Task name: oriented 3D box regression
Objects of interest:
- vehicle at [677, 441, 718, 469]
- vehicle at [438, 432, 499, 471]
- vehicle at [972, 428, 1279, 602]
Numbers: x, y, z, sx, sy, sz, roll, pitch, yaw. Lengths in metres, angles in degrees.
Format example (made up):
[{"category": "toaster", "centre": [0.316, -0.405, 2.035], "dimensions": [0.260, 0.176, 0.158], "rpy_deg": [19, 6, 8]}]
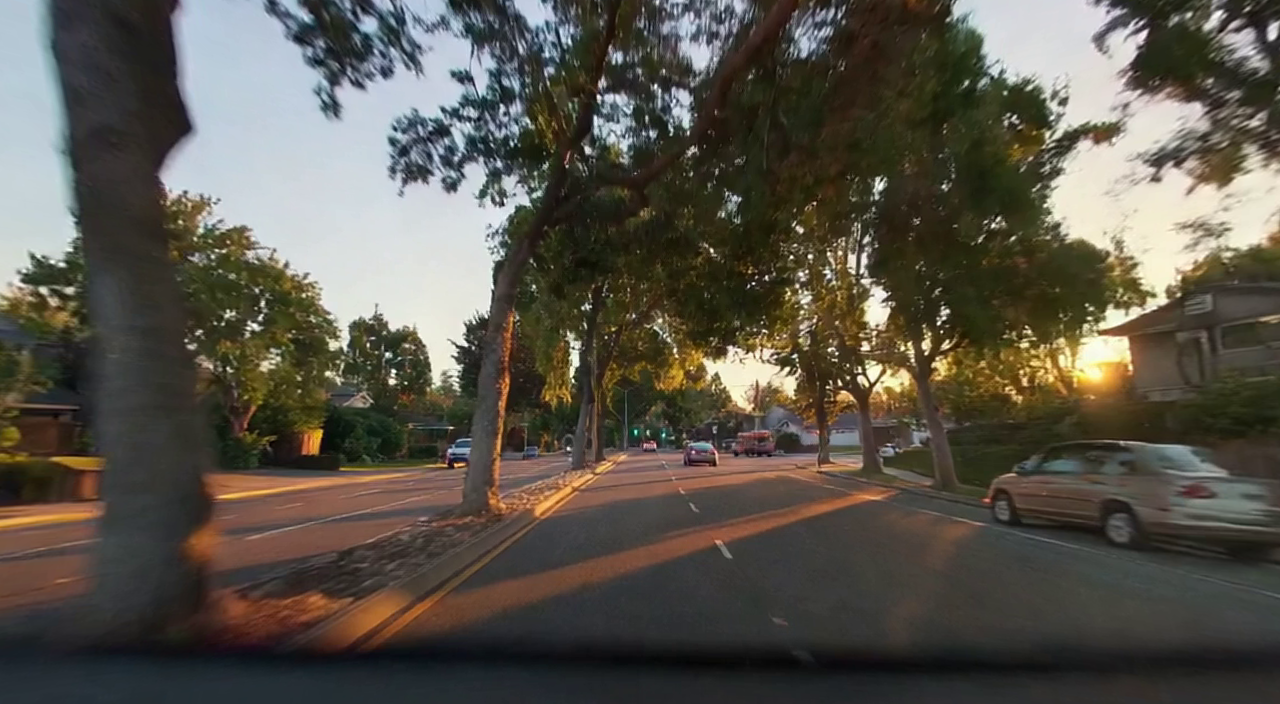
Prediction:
[{"category": "vehicle", "centre": [3.222, 5.837, 35.915], "dimensions": [1.960, 1.479, 4.086], "rpy_deg": [0, -8, 0]}, {"category": "vehicle", "centre": [-11.564, 6.761, 42.970], "dimensions": [2.347, 2.428, 6.149], "rpy_deg": [0, -8, 1]}, {"category": "vehicle", "centre": [6.453, 1.760, 7.870], "dimensions": [1.999, 1.476, 4.791], "rpy_deg": [0, -8, 0]}]
